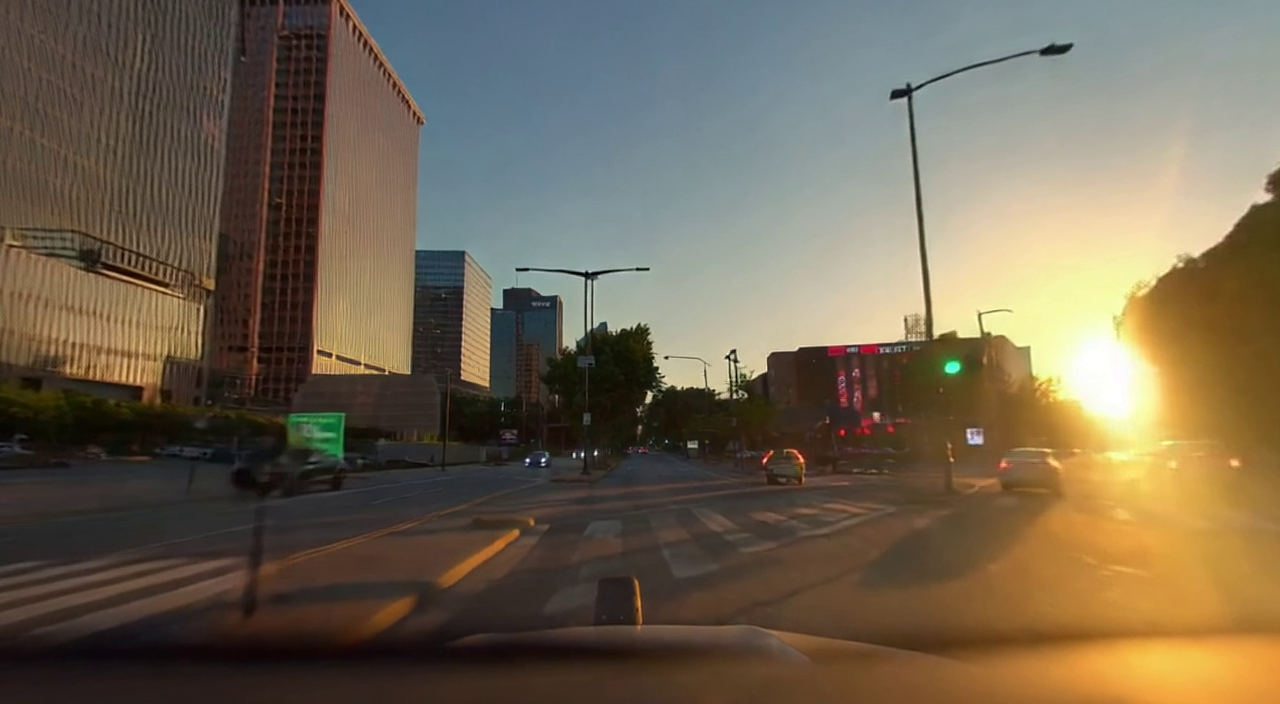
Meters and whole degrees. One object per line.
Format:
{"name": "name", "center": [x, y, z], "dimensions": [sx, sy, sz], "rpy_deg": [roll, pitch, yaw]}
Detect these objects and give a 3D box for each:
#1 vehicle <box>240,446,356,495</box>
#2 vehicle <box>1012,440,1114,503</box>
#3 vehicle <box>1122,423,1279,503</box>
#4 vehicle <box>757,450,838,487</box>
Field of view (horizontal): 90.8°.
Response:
{"name": "vehicle", "center": [-13.454, 4.655, 25.239], "dimensions": [1.979, 1.727, 4.489], "rpy_deg": [-1, -9, 2]}
{"name": "vehicle", "center": [11.965, 3.330, 18.136], "dimensions": [2.023, 1.527, 5.016], "rpy_deg": [-6, -10, 31]}
{"name": "vehicle", "center": [15.114, 2.974, 17.379], "dimensions": [2.232, 1.814, 5.285], "rpy_deg": [-5, -10, 30]}
{"name": "vehicle", "center": [6.860, 5.110, 28.071], "dimensions": [2.675, 1.452, 4.213], "rpy_deg": [-1, -8, 2]}
